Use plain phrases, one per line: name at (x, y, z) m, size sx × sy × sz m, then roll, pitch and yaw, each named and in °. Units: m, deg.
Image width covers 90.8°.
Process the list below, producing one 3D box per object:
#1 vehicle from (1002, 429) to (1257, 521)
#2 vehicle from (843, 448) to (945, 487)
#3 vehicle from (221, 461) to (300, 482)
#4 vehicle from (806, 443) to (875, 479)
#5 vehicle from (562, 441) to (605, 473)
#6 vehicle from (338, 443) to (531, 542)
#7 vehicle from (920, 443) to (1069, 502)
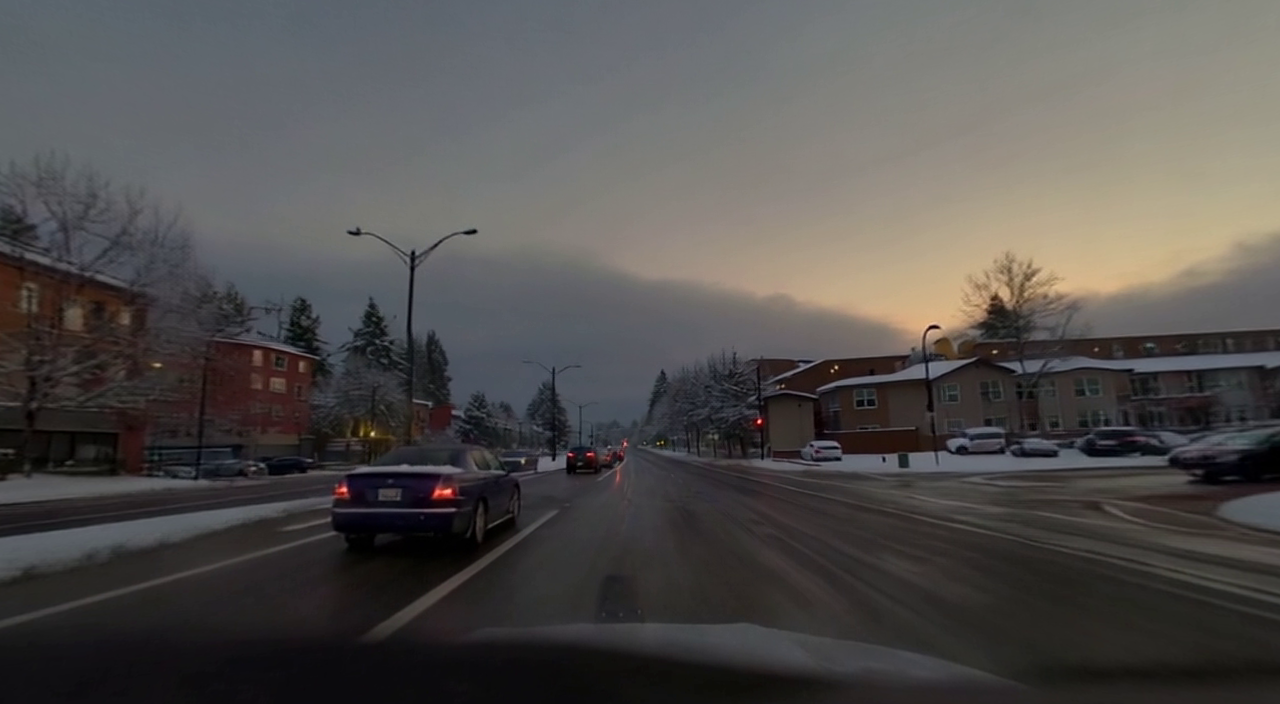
vehicle at (10.273, 2.597, 13.855) m, size 1.975 × 1.677 × 4.400 m, roll 0°, pitch -9°, yaw -1°
vehicle at (10.125, 4.609, 25.653) m, size 2.045 × 1.418 × 4.869 m, roll 0°, pitch -9°, yaw -1°
vehicle at (-27.952, 8.792, 46.647) m, size 4.658 × 1.478 × 1.968 m, roll -1°, pitch -9°, yaw 6°
vehicle at (10.090, 5.510, 32.169) m, size 1.992 × 1.664 × 4.246 m, roll 0°, pitch -9°, yaw -2°
vehicle at (-3.483, 6.580, 39.775) m, size 2.220 × 1.888 × 4.904 m, roll 0°, pitch -9°, yaw 1°
vehicle at (-3.465, 2.448, 11.724) m, size 2.144 × 1.447 × 4.421 m, roll 0°, pitch -9°, yaw -1°
vehicle at (10.583, 3.600, 19.319) m, size 1.853 × 1.548 × 4.340 m, roll 0°, pitch -9°, yaw -3°
